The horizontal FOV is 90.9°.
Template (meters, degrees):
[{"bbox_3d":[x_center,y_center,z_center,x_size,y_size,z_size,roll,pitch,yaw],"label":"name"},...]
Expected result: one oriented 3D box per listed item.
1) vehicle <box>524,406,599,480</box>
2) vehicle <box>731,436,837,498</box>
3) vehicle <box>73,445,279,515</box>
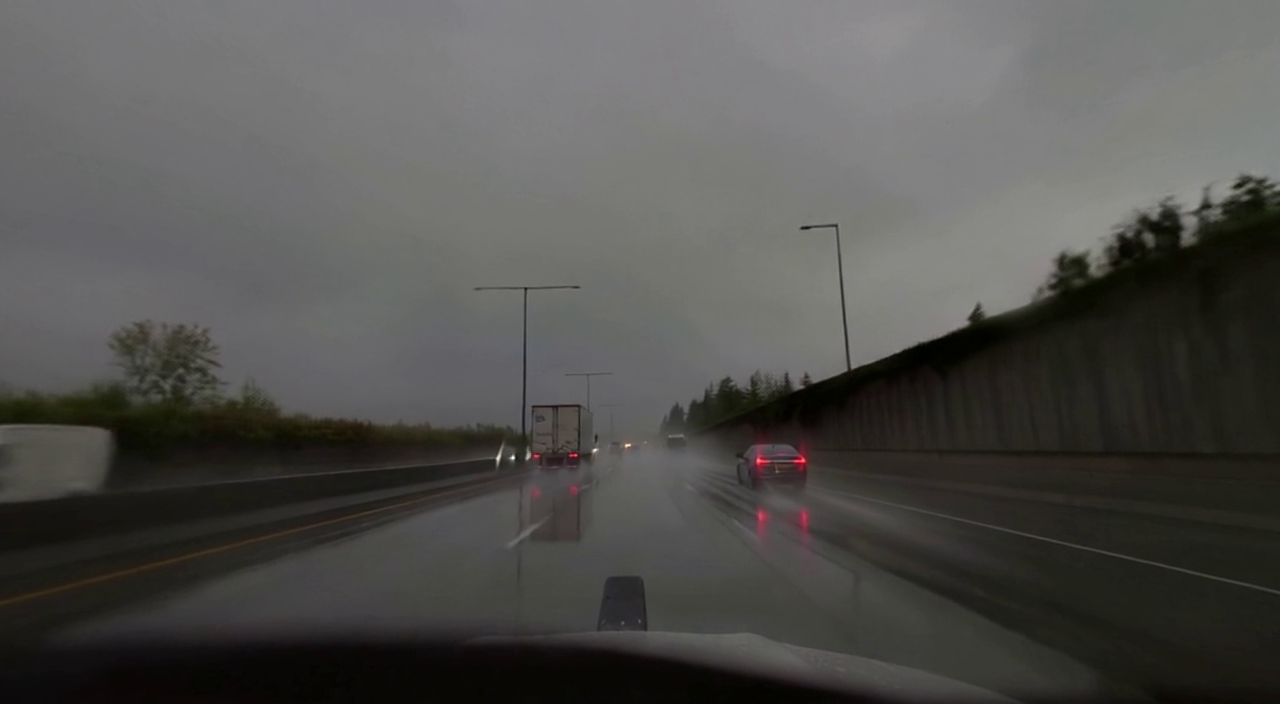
[{"bbox_3d":[-3.607,4.473,30.771,2.667,3.195,6.731,0,-9,1],"label":"vehicle"},{"bbox_3d":[3.928,3.219,17.917,1.983,1.545,4.038,0,-9,-1],"label":"vehicle"},{"bbox_3d":[-11.057,3.045,15.471,1.924,1.478,3.996,0,-9,1],"label":"vehicle"}]
